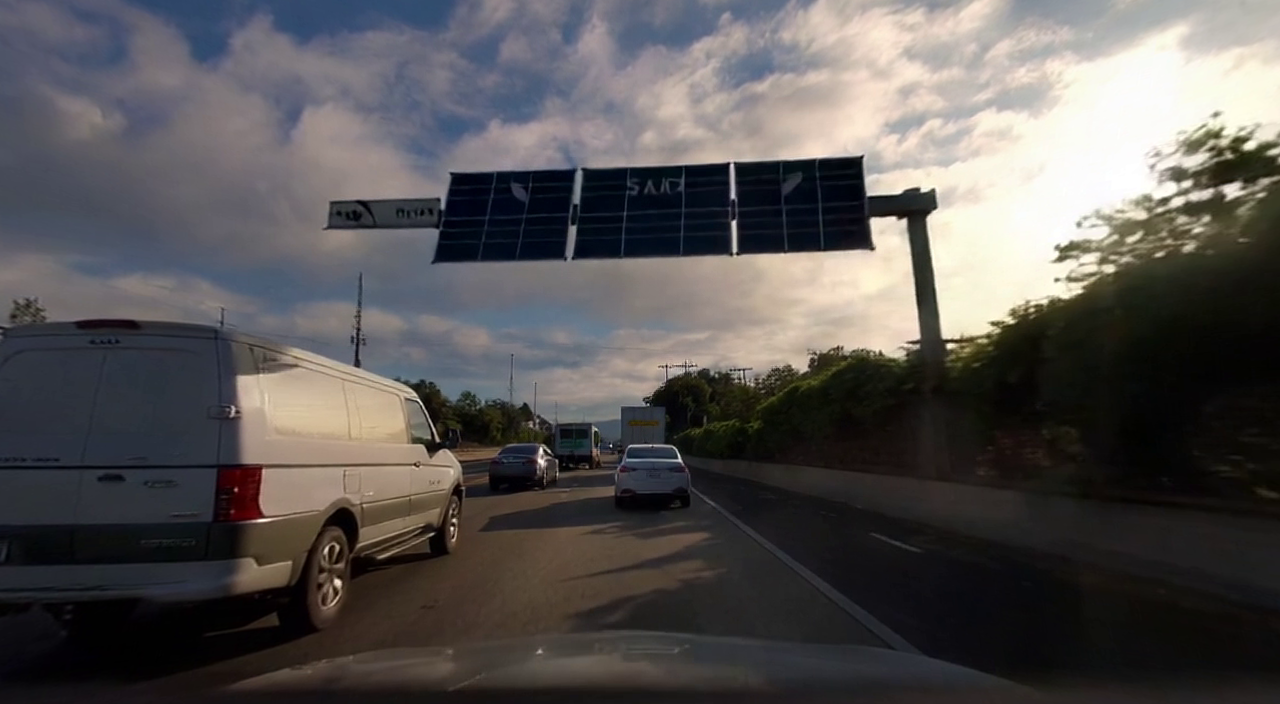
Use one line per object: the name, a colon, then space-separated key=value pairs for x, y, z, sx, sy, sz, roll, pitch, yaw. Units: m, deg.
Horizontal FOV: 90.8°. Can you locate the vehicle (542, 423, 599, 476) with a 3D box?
vehicle: x=-3.658 y=5.316 z=34.418 sx=2.290 sy=2.613 sz=5.975 roll=0 pitch=-9 yaw=1

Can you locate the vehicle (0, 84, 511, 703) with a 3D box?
vehicle: x=-2.998 y=0.849 z=5.542 sx=2.289 sy=2.757 sz=6.726 roll=0 pitch=-9 yaw=0

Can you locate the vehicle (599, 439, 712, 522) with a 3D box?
vehicle: x=0.266 y=2.637 z=13.414 sx=2.063 sy=1.507 sz=3.488 roll=0 pitch=-9 yaw=-1

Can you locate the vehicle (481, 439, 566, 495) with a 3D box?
vehicle: x=-3.650 y=3.687 z=20.506 sx=1.963 sy=1.627 sz=3.849 roll=0 pitch=-9 yaw=1
